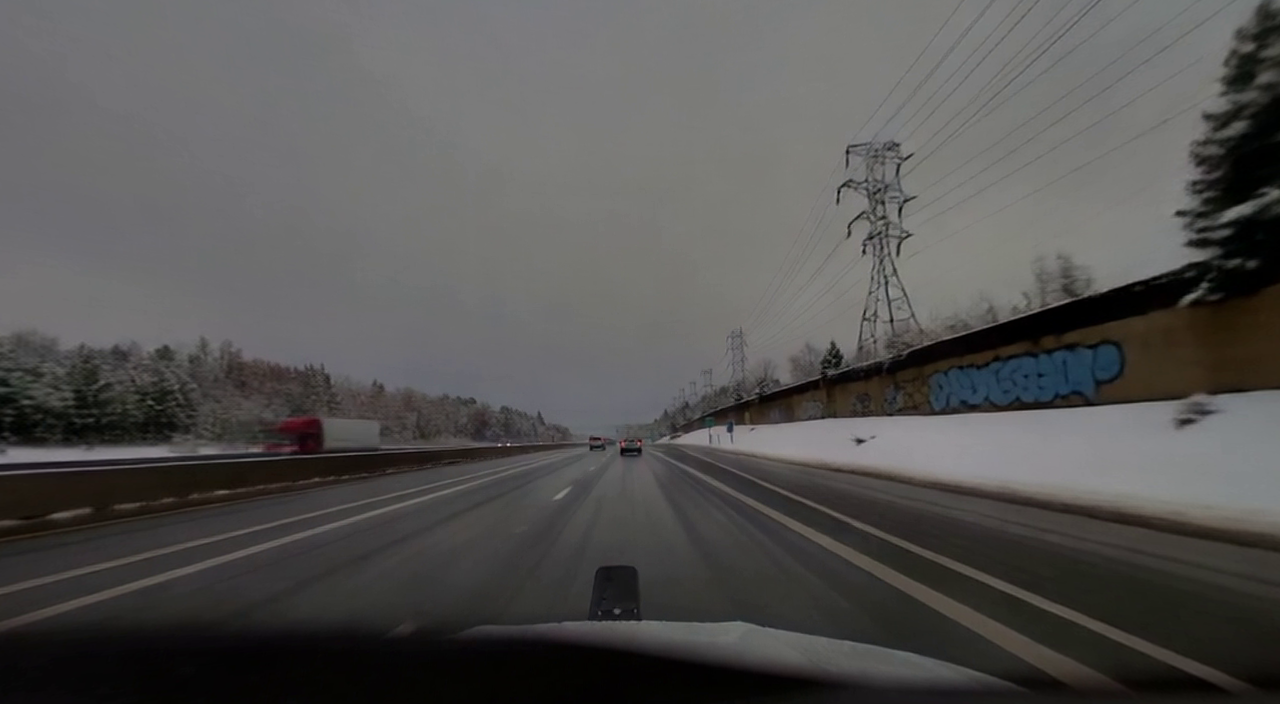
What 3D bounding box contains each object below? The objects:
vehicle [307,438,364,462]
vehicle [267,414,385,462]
[{"bbox_3d":[-19.214,6.191,39.918,1.703,1.394,3.744,0,-8,-1],"label":"vehicle"},{"bbox_3d":[-23.144,6.491,47.549,2.898,3.171,12.148,0,-8,-1],"label":"vehicle"}]
